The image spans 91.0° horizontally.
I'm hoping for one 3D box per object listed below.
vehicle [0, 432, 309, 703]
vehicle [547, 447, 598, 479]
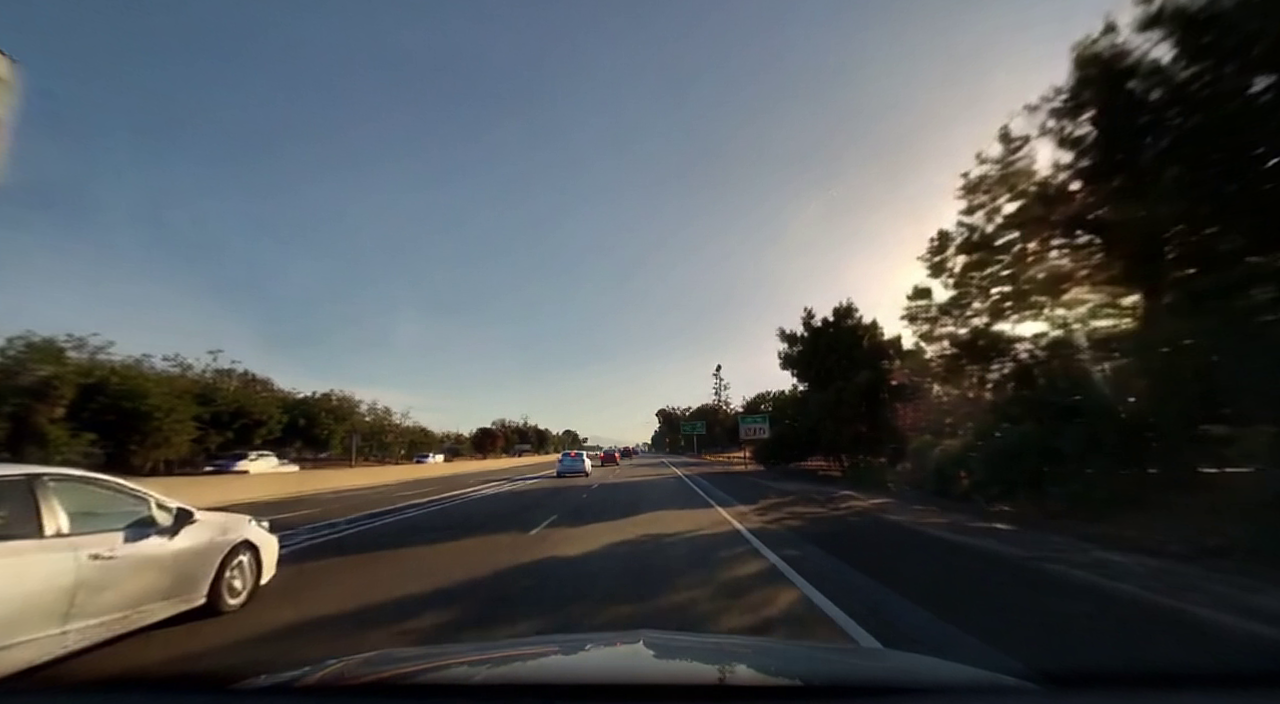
[{"bbox_3d":[-4.027,1.195,3.392,2.011,1.481,4.434,0,-9,1],"label":"vehicle"},{"bbox_3d":[-3.411,5.763,32.830,2.044,1.527,4.607,0,-9,1],"label":"vehicle"}]
